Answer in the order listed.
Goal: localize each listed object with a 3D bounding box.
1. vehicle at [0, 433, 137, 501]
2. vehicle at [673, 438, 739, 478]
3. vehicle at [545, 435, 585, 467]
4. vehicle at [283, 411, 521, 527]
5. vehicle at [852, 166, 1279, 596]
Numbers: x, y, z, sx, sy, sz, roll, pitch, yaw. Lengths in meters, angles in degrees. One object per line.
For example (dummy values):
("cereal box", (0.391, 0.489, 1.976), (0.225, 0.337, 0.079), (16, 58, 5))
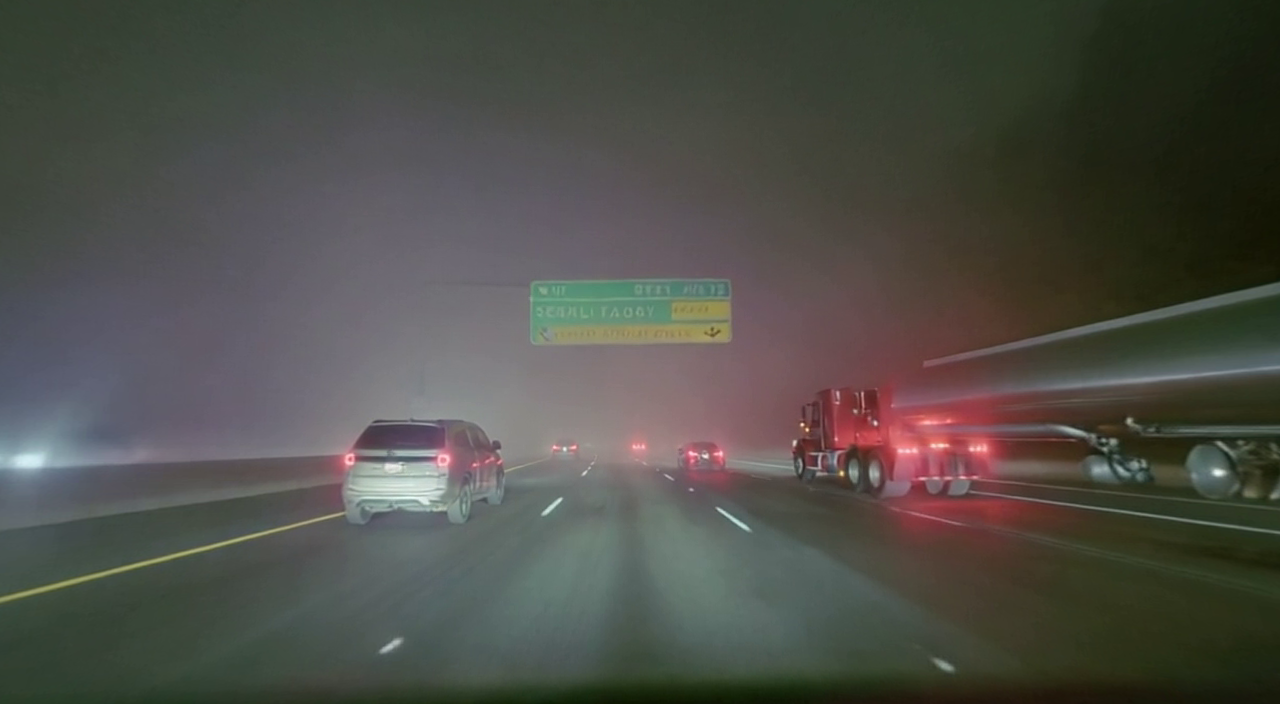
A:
("vehicle", (-14.987, 2.712, 15.145), (1.890, 1.483, 4.883), (0, -8, -1))
("vehicle", (2.694, 4.444, 26.760), (2.053, 1.510, 4.400), (0, -8, -3))
("vehicle", (-4.596, 6.156, 39.316), (2.149, 1.843, 4.348), (0, -8, -3))
("vehicle", (-4.343, 2.287, 13.011), (2.684, 1.839, 5.803), (0, -8, 0))
("vehicle", (7.380, 0.887, 9.993), (3.548, 3.827, 11.870), (0, -8, -2))
